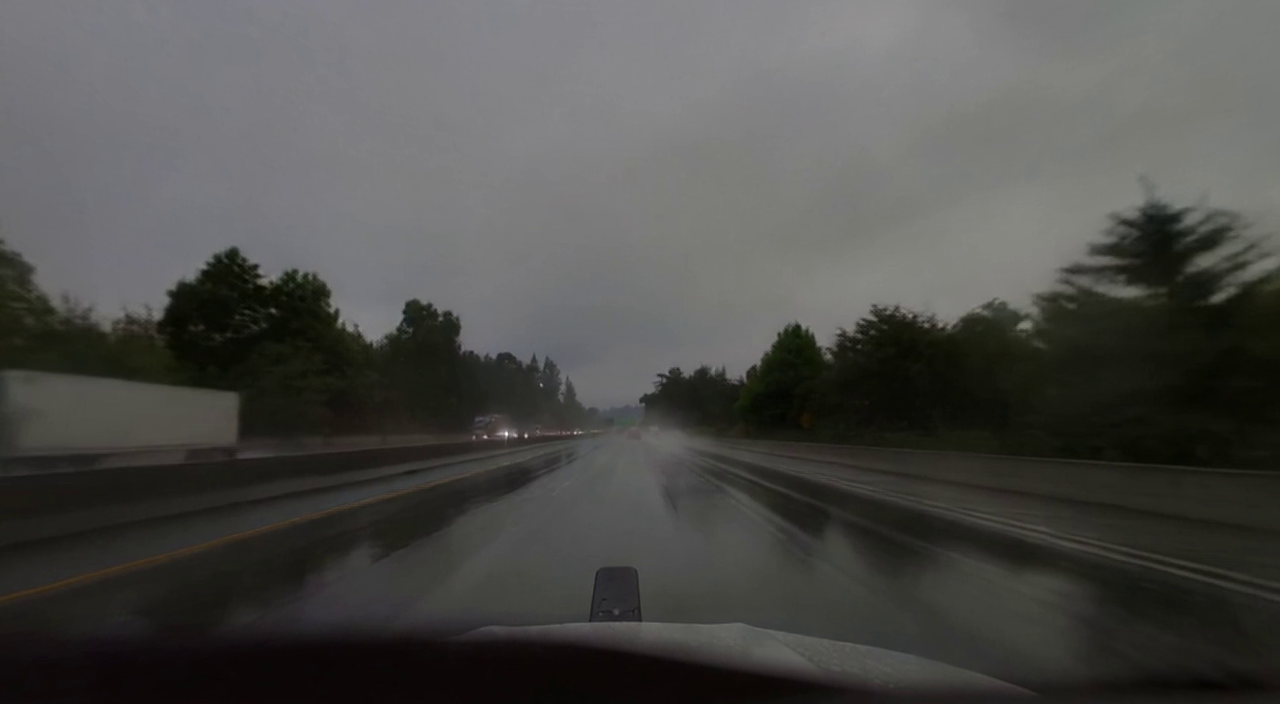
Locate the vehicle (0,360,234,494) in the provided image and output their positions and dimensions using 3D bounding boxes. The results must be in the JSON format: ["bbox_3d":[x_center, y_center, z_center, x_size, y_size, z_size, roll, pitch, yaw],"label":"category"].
[{"bbox_3d":[-21.008,2.816,23.076,2.909,4.050,14.324,0,-8,-1],"label":"vehicle"}]
